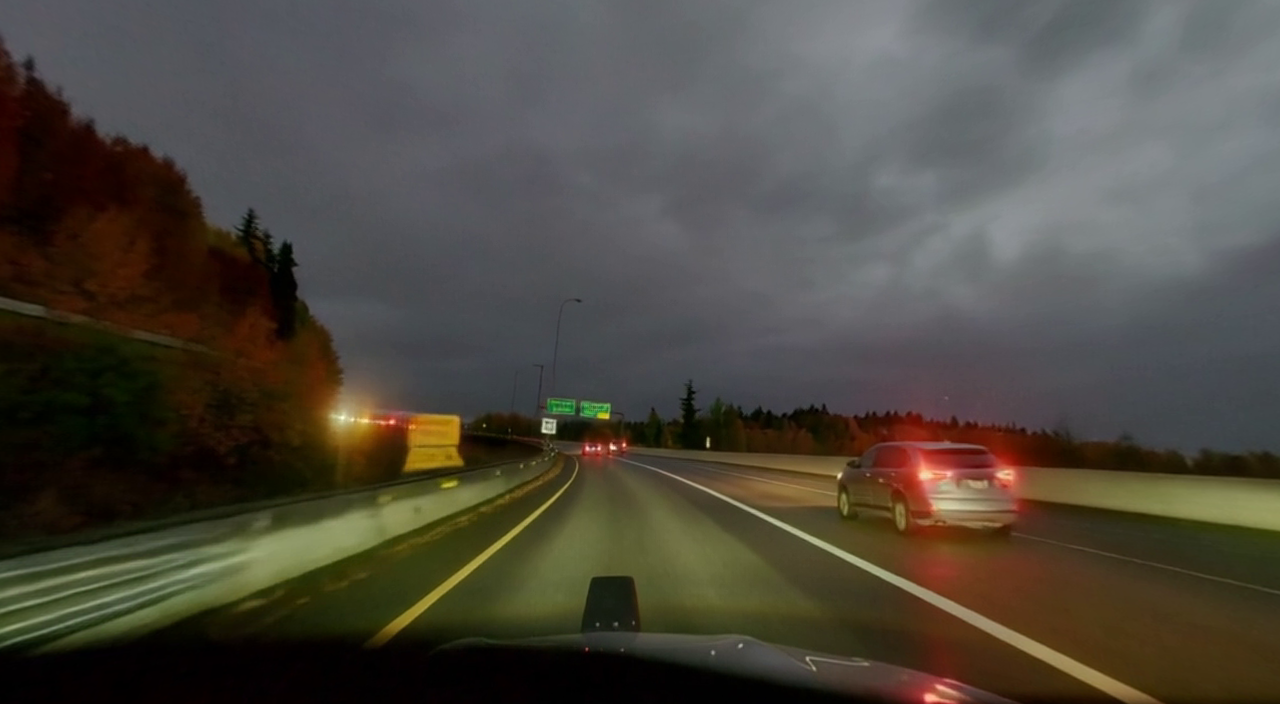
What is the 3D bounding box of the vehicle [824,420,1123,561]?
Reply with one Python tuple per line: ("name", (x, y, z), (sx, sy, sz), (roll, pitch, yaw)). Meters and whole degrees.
("vehicle", (4.348, 1.868, 9.101), (1.952, 1.536, 4.036), (0, -9, -3))
